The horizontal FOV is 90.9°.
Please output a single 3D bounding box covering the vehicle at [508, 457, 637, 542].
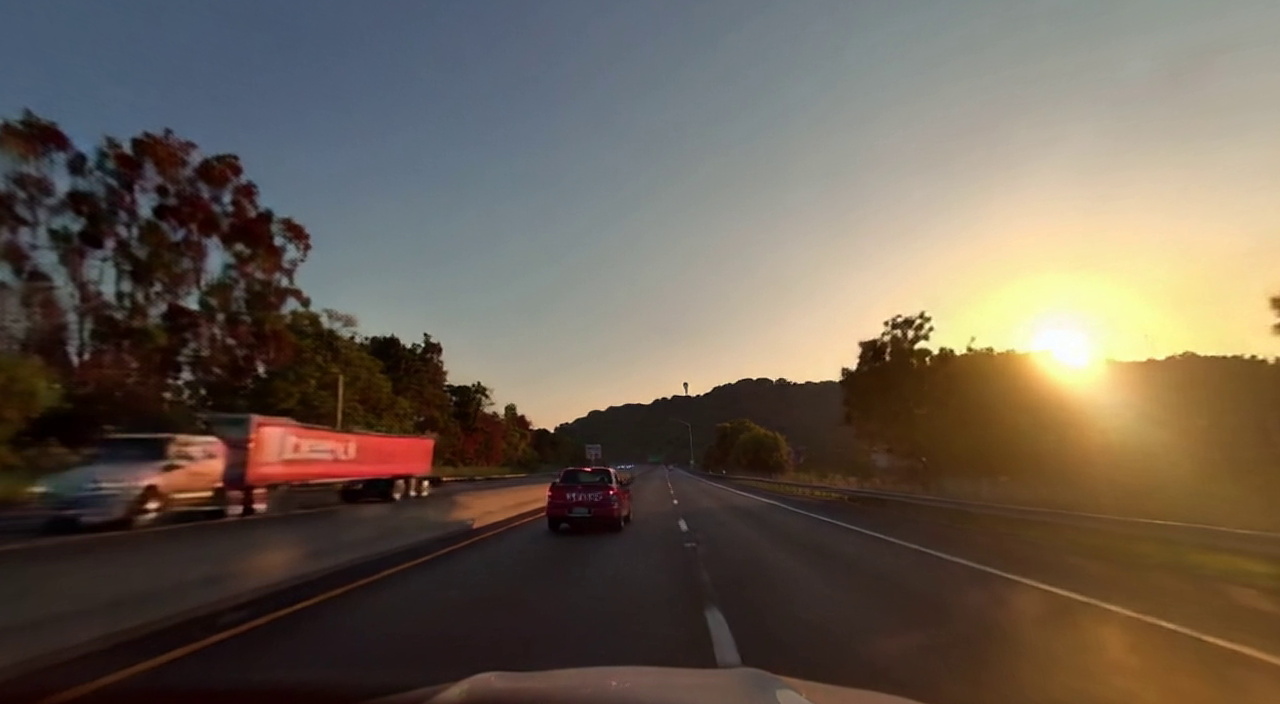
[{"bbox_3d":[-1.273,3.194,14.237,2.135,1.506,5.041,0,-10,2],"label":"vehicle"}]
